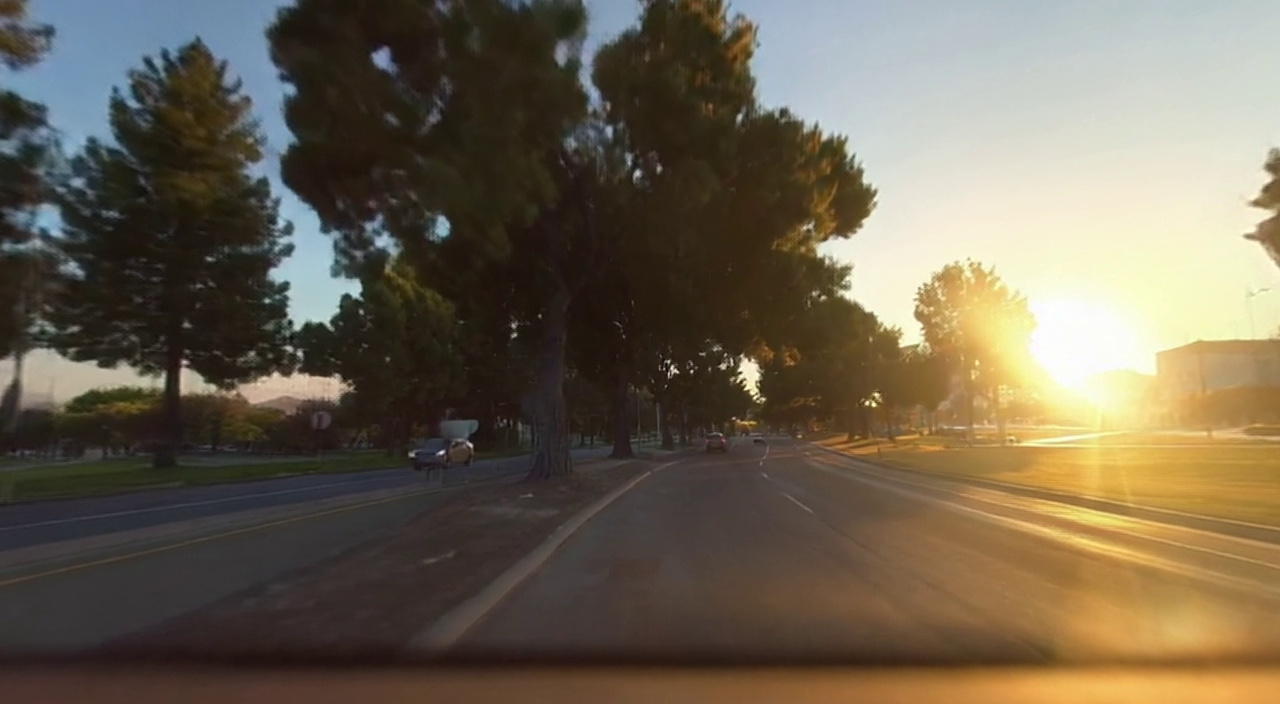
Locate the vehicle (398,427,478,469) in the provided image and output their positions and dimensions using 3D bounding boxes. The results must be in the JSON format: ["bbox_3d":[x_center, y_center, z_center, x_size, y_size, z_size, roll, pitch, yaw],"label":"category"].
[{"bbox_3d":[-10.377,4.964,32.873,2.080,1.984,4.778,-1,-8,8],"label":"vehicle"}]
